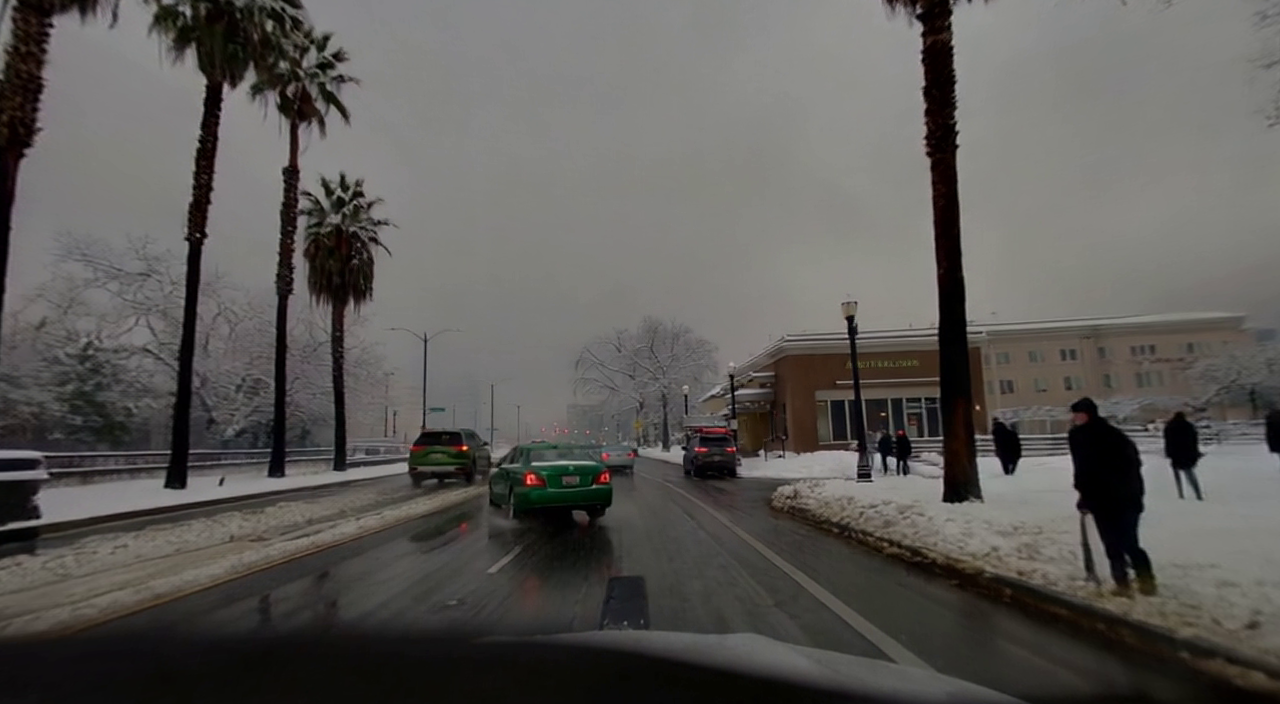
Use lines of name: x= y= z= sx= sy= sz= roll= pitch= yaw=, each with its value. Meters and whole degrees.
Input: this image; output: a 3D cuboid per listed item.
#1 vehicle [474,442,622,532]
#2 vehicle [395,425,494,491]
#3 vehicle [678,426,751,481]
vehicle: x=-2.093 y=2.627 z=13.026 sx=1.930 sy=1.477 sz=4.657 roll=3 pitch=-9 yaw=-22
vehicle: x=-6.826 y=3.764 z=22.702 sx=2.164 sy=2.047 sz=5.455 roll=0 pitch=-9 yaw=-4
vehicle: x=3.179 y=4.471 z=28.016 sx=2.126 sy=2.167 sz=5.098 roll=1 pitch=-9 yaw=-6
